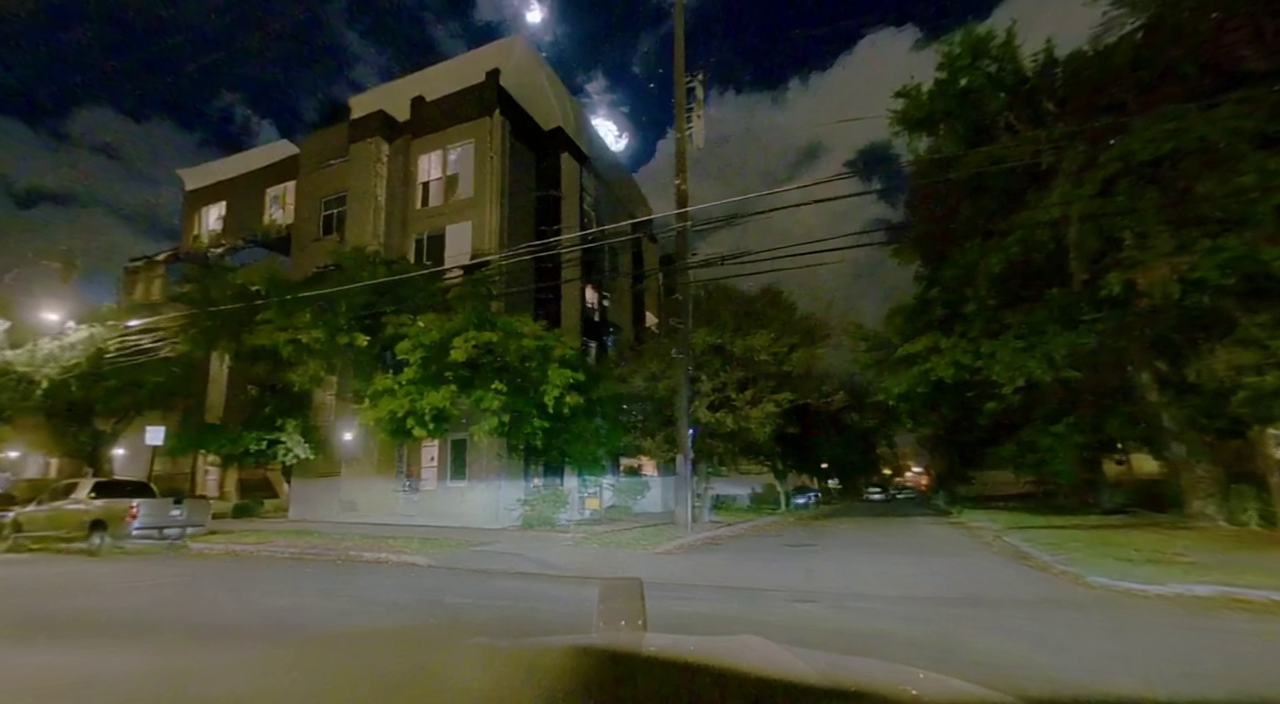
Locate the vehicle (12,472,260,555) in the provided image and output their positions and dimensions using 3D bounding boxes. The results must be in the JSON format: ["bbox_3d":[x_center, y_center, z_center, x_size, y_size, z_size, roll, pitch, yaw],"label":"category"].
[{"bbox_3d":[-11.781,3.737,14.695,5.170,1.626,2.272,-7,-13,24],"label":"vehicle"}]

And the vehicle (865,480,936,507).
[{"bbox_3d":[19.231,10.436,46.427,4.700,1.677,1.927,-4,-10,24],"label":"vehicle"}]
